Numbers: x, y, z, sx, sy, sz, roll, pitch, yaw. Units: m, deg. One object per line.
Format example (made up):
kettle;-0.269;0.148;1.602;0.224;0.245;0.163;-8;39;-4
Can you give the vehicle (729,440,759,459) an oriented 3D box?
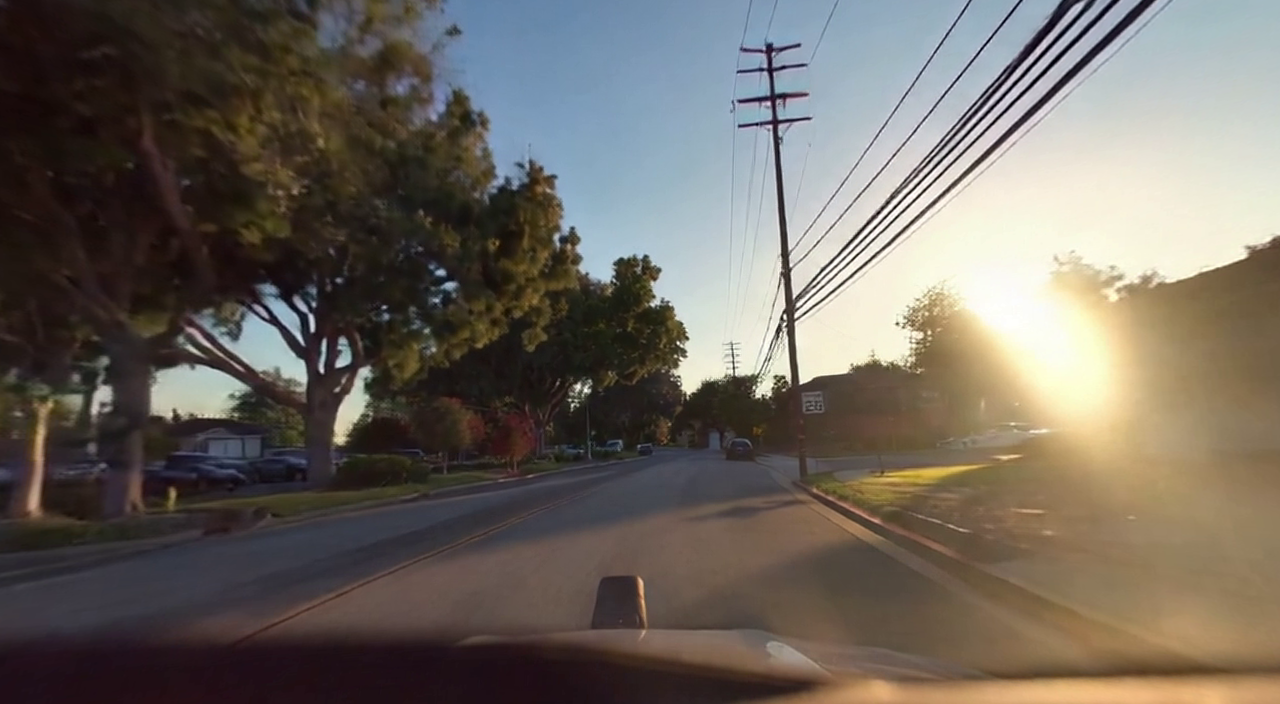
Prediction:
vehicle;8.057;7.590;49.190;1.990;1.435;4.526;-1;-8;6

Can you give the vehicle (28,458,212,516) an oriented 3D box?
vehicle;-18.022;4.656;22.252;4.675;1.442;1.906;-1;-7;-27

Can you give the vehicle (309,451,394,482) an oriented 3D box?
vehicle;-16.070;6.403;35.444;4.123;1.603;1.906;3;-9;-20
